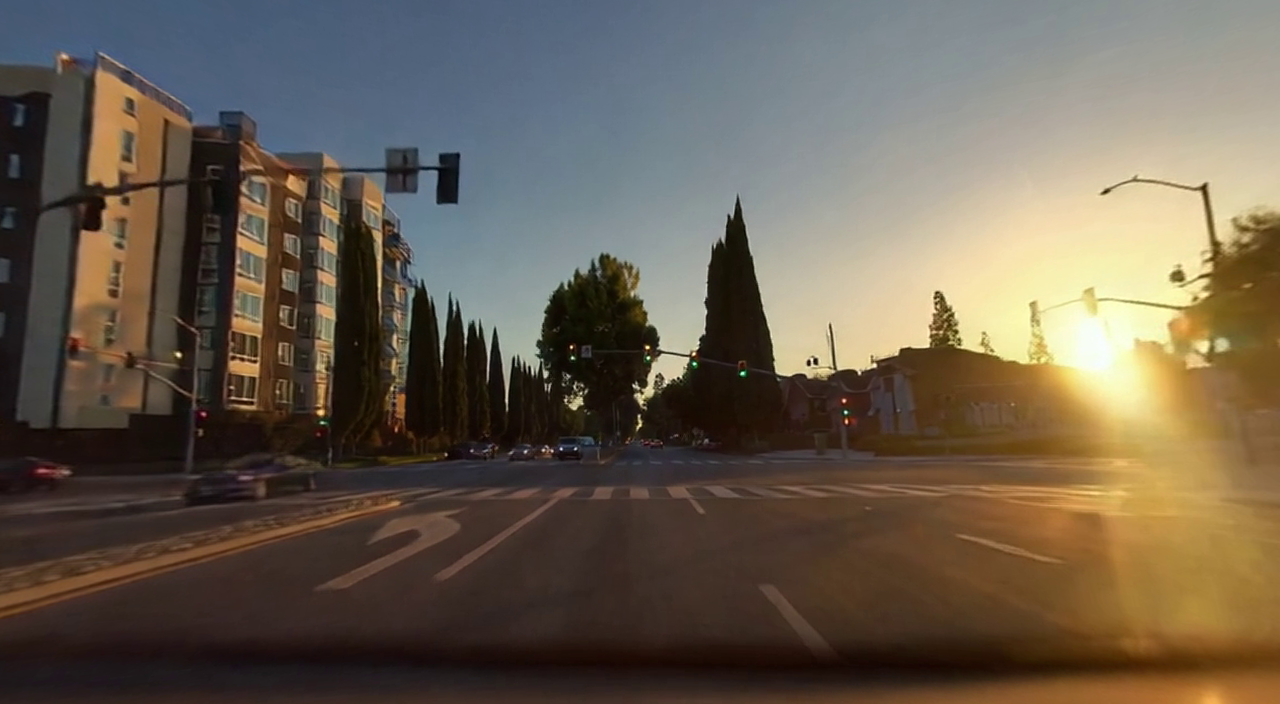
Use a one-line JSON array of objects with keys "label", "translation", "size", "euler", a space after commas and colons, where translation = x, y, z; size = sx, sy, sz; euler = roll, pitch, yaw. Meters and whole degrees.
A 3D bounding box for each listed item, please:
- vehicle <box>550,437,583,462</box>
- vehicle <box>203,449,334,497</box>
[{"label": "vehicle", "translation": [-5.596, 7.449, 48.406], "size": [2.098, 1.789, 4.338], "euler": [0, -8, -1]}, {"label": "vehicle", "translation": [-12.040, 3.921, 20.840], "size": [1.890, 1.358, 3.988], "euler": [-1, -8, 0]}]
